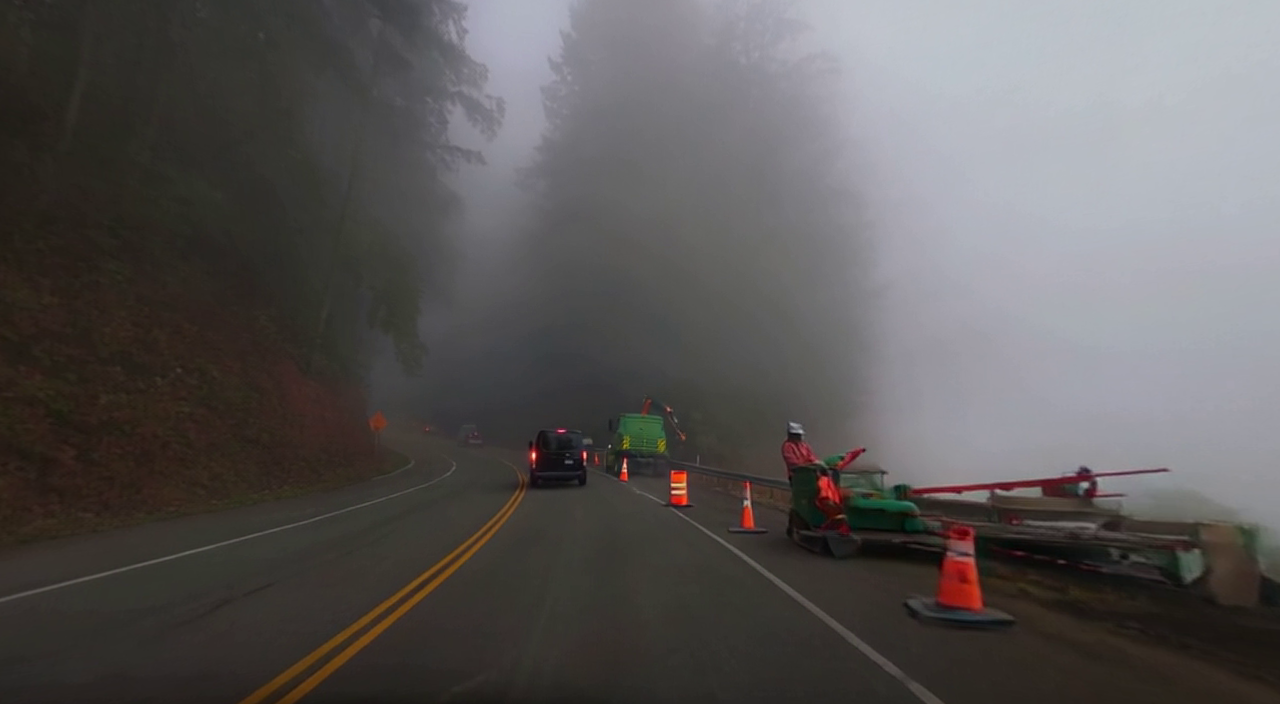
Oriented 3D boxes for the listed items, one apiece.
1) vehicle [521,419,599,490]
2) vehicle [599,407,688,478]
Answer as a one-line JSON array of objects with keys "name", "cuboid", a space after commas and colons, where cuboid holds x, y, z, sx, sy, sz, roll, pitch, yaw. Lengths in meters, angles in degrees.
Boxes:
[{"name": "vehicle", "cuboid": [-2.998, 3.620, 22.659, 2.362, 2.223, 4.892, 2, -9, -12]}, {"name": "vehicle", "cuboid": [-0.090, 4.789, 33.917, 3.126, 3.310, 8.534, 1, -8, -11]}]
